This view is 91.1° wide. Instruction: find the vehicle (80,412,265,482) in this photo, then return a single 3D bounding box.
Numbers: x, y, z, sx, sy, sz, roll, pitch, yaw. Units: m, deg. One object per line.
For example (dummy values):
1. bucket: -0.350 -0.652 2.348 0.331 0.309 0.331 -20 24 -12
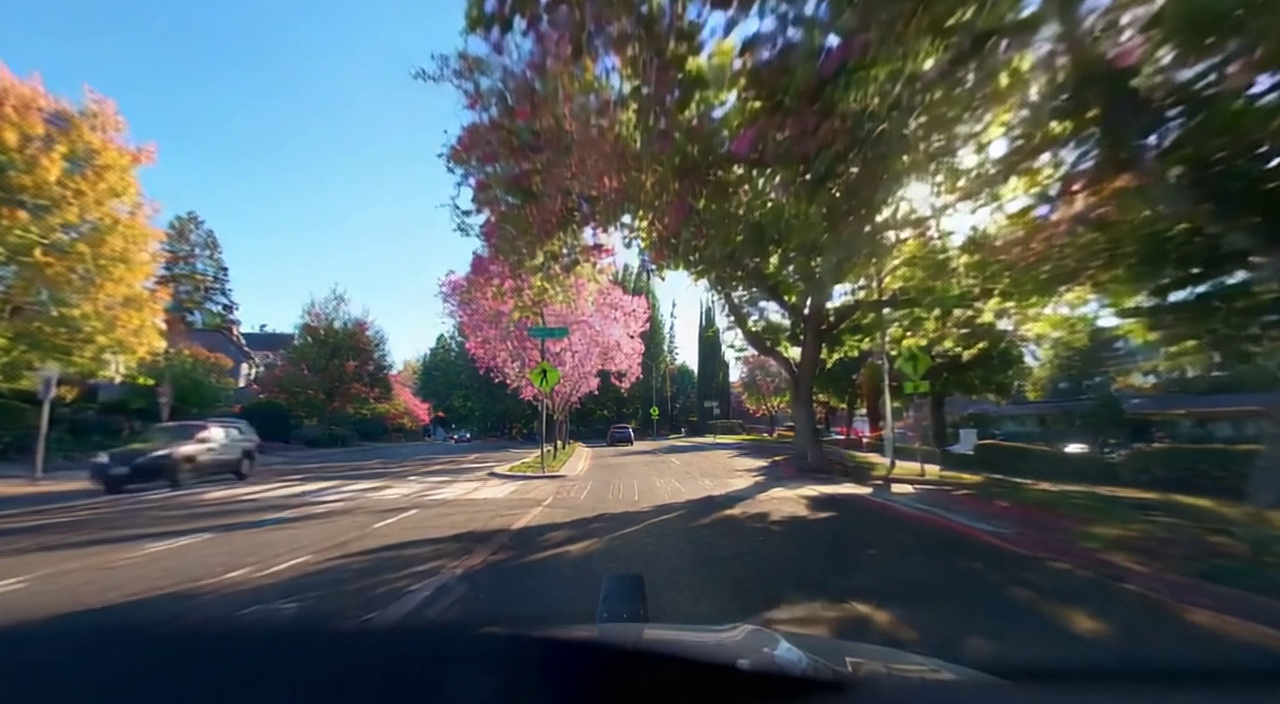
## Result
1. vehicle: -14.605 3.030 20.132 2.182 1.933 4.940 1 -8 -2
